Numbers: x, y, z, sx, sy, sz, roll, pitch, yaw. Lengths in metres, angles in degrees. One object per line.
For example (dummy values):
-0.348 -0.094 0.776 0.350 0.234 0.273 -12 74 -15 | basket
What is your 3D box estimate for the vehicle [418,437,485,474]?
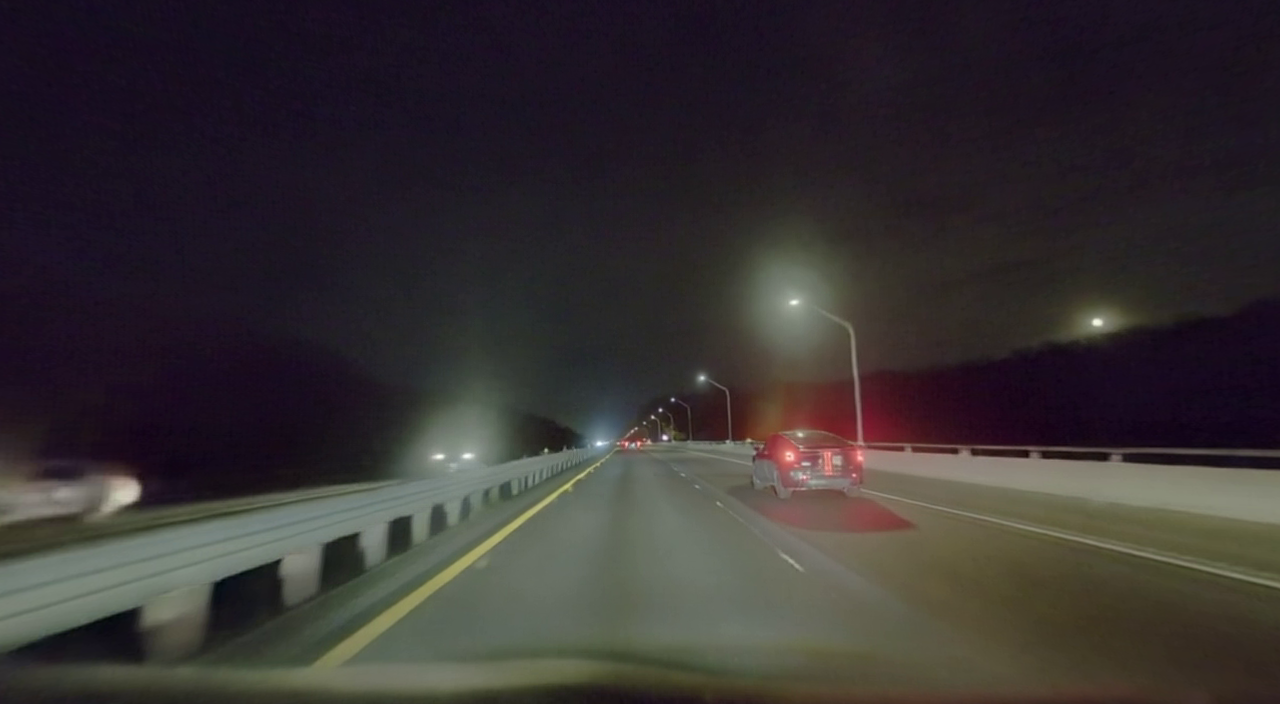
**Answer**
-9.115 4.999 30.886 1.983 1.630 4.308 0 -8 -1 | vehicle
